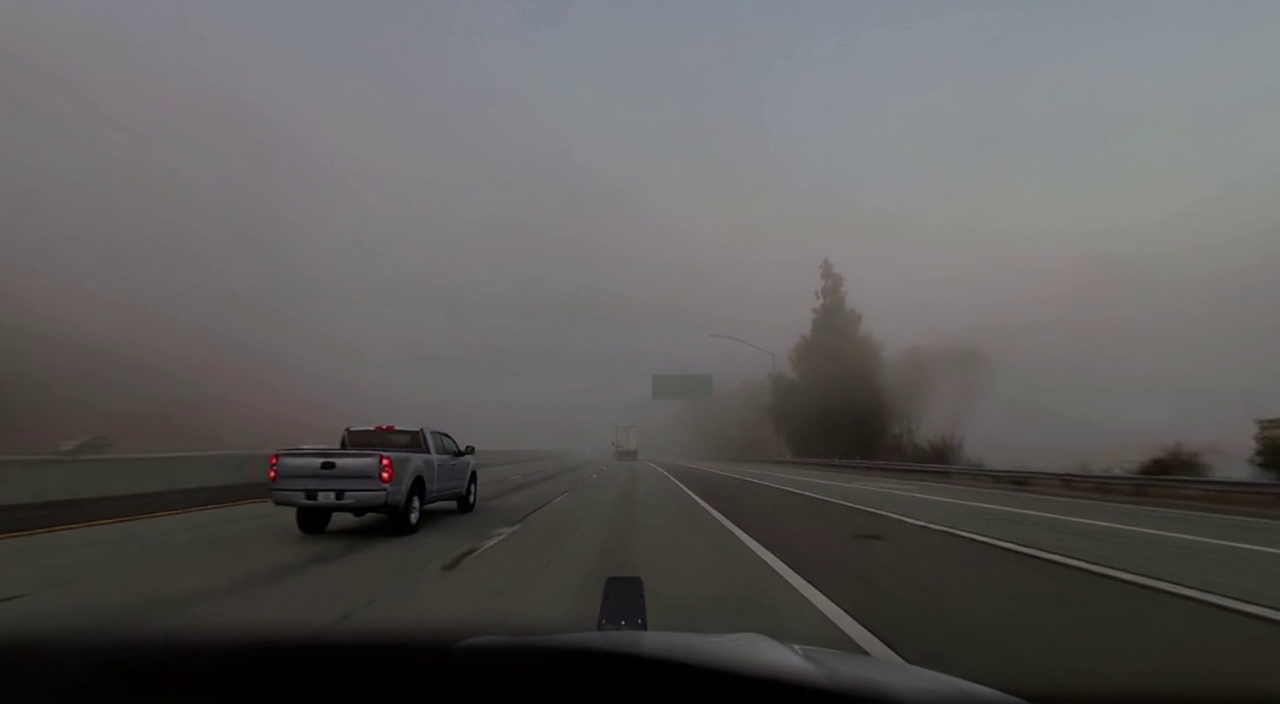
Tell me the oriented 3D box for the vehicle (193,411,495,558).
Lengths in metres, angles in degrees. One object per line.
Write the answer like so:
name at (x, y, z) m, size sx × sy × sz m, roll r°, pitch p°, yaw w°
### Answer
vehicle at (-4.133, 1.979, 10.119) m, size 2.316 × 1.731 × 5.126 m, roll 0°, pitch -9°, yaw 1°
